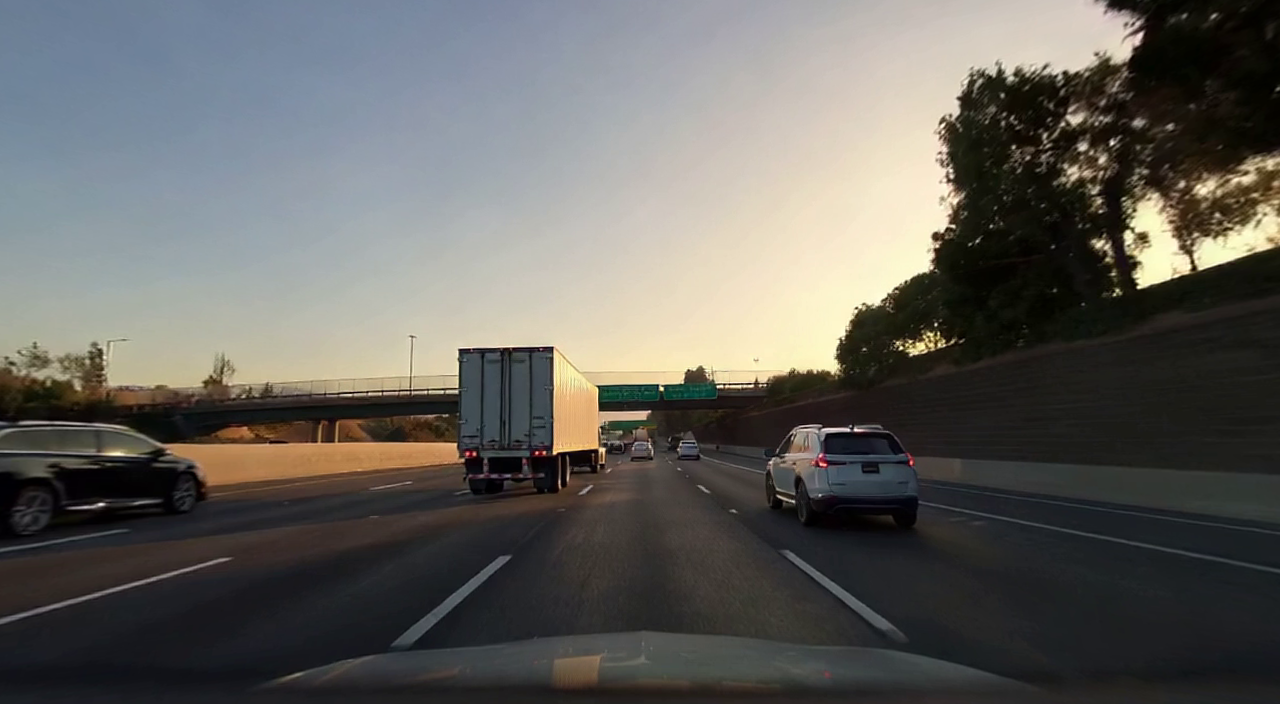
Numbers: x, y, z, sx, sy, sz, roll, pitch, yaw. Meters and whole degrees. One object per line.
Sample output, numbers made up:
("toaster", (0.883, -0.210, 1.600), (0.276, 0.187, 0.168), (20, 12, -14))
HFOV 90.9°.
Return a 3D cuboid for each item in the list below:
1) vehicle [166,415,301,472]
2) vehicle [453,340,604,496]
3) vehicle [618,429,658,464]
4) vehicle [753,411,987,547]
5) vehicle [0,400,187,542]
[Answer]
("vehicle", (-28.642, 6.573, 45.231), (2.944, 3.588, 9.839), (0, -9, 1))
("vehicle", (-3.361, 2.870, 24.464), (2.869, 4.108, 15.564), (0, -9, 1))
("vehicle", (-0.118, 7.240, 48.310), (2.848, 2.453, 5.509), (0, -9, 1))
("vehicle", (3.237, 1.894, 10.021), (2.028, 1.658, 4.334), (0, -9, -1))
("vehicle", (-10.461, 1.820, 9.741), (2.388, 2.031, 5.951), (0, -9, 1))
